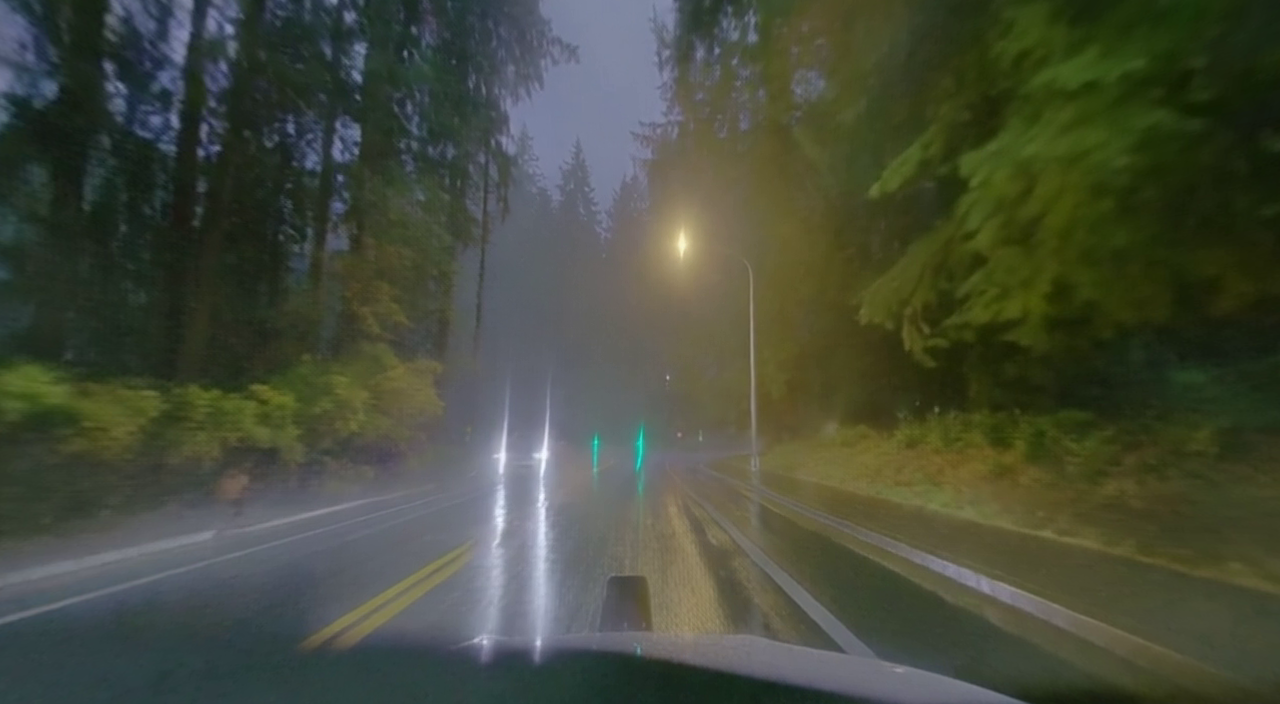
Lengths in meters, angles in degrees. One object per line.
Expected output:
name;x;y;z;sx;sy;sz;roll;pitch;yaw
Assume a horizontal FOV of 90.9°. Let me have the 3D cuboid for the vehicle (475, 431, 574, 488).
vehicle;-3.771;3.634;21.675;2.390;1.721;4.863;0;-8;1
